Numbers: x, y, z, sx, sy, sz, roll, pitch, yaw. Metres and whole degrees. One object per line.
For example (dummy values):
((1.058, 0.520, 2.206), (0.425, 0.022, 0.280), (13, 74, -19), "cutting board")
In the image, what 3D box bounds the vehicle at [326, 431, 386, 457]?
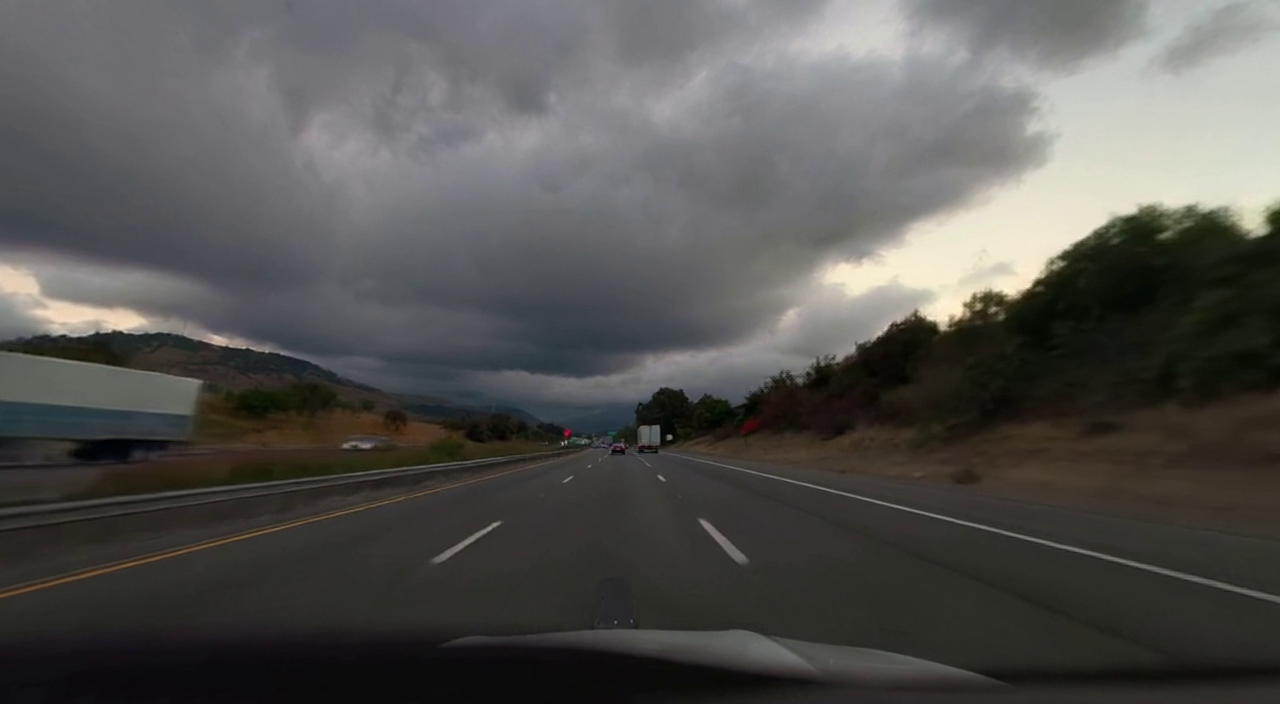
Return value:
((-17.110, 5.582, 38.166), (1.812, 1.488, 3.968), (0, -8, -1), "vehicle")

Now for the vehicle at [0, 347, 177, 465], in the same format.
((-24.701, 2.229, 24.493), (3.152, 4.196, 13.755), (0, -8, -1), "vehicle")
